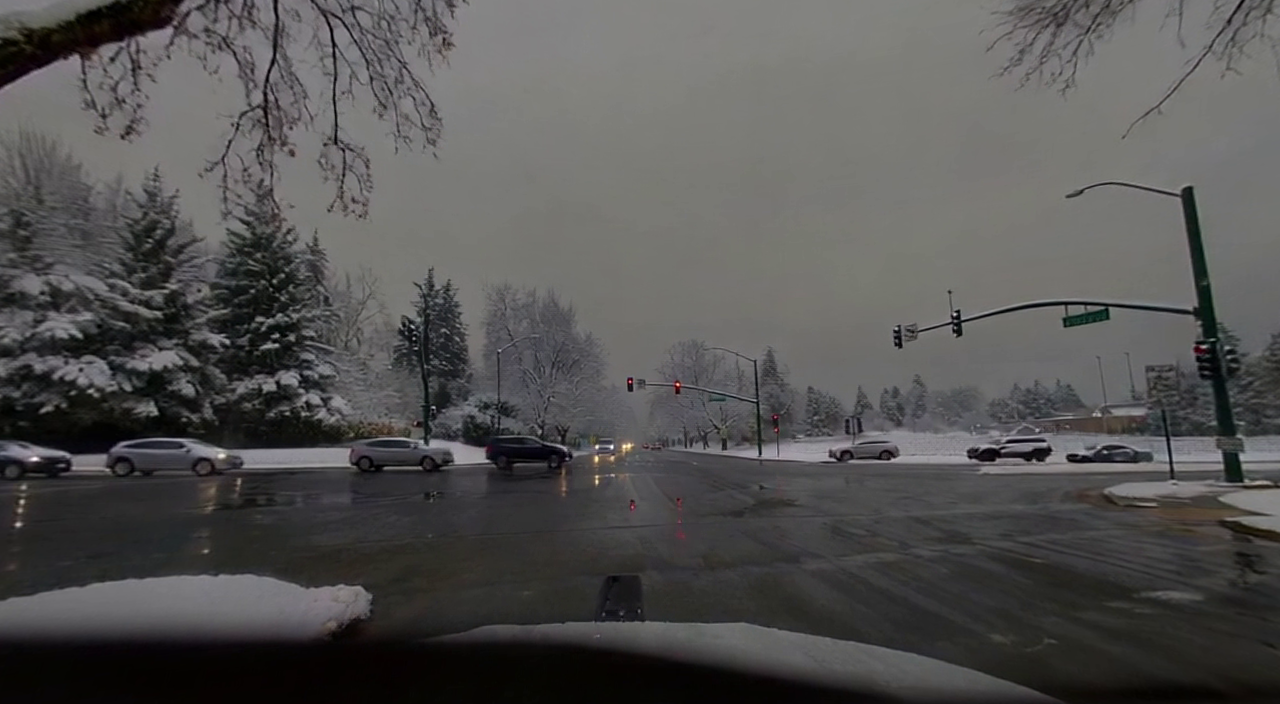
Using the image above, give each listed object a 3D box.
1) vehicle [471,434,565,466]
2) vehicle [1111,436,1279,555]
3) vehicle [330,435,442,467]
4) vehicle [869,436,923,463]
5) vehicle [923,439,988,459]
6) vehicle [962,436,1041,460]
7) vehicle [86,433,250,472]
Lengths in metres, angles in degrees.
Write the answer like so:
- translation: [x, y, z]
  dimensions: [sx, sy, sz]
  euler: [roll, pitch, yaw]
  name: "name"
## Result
- translation: [-6.242, 5.051, 32.625]
  dimensions: [4.331, 1.544, 1.896]
  euler: [7, -11, -38]
  name: "vehicle"
- translation: [9.222, 1.998, 8.648]
  dimensions: [1.993, 1.505, 4.721]
  euler: [5, -8, 0]
  name: "vehicle"
- translation: [-12.863, 5.009, 32.146]
  dimensions: [4.912, 1.485, 1.922]
  euler: [6, -10, -36]
  name: "vehicle"
- translation: [14.838, 5.629, 36.485]
  dimensions: [1.962, 1.468, 4.516]
  euler: [-5, -10, 32]
  name: "vehicle"
- translation: [24.031, 7.401, 48.177]
  dimensions: [4.352, 1.456, 1.794]
  euler: [3, -9, -18]
  name: "vehicle"
- translation: [24.252, 6.425, 42.424]
  dimensions: [4.481, 1.561, 2.001]
  euler: [3, -9, -17]
  name: "vehicle"
- translation: [-18.804, 4.034, 25.470]
  dimensions: [4.849, 1.476, 1.935]
  euler: [3, -9, -19]
  name: "vehicle"
